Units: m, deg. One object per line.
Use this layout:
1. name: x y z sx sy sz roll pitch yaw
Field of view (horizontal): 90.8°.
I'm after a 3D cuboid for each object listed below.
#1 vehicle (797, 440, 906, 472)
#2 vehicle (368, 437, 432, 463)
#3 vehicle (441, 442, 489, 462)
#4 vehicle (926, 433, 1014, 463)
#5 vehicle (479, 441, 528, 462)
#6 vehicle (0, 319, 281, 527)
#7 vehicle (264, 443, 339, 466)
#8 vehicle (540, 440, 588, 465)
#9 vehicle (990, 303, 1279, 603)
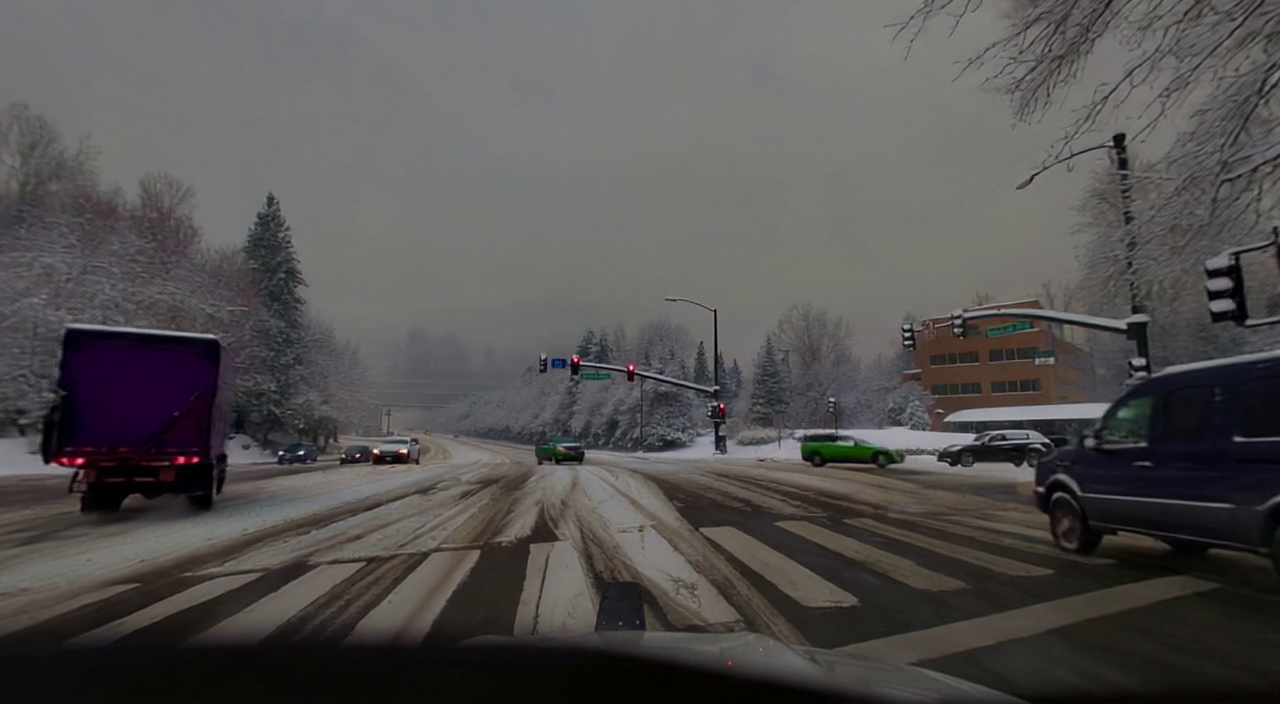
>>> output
1. vehicle: 9.812 4.866 29.604 4.487 1.415 1.911 -1 -9 7
2. vehicle: -17.384 7.148 46.005 2.189 1.753 4.785 -1 -9 8
3. vehicle: -13.191 7.595 47.859 1.845 1.426 4.289 -1 -9 8
4. vehicle: 20.051 5.809 38.294 5.244 1.717 1.897 4 -10 -26
5. vehicle: -10.148 7.464 47.384 2.097 1.484 4.596 -1 -9 7
6. vehicle: -9.844 1.589 13.496 3.112 3.230 6.726 5 -9 -25
7. vehicle: -21.831 6.640 40.986 1.859 1.415 4.591 -1 -9 8
8. vehicle: -4.935 6.428 40.456 2.086 1.487 4.846 3 -9 -18
9. vehicle: 6.544 1.065 6.779 2.332 2.511 5.326 0 -9 -2
